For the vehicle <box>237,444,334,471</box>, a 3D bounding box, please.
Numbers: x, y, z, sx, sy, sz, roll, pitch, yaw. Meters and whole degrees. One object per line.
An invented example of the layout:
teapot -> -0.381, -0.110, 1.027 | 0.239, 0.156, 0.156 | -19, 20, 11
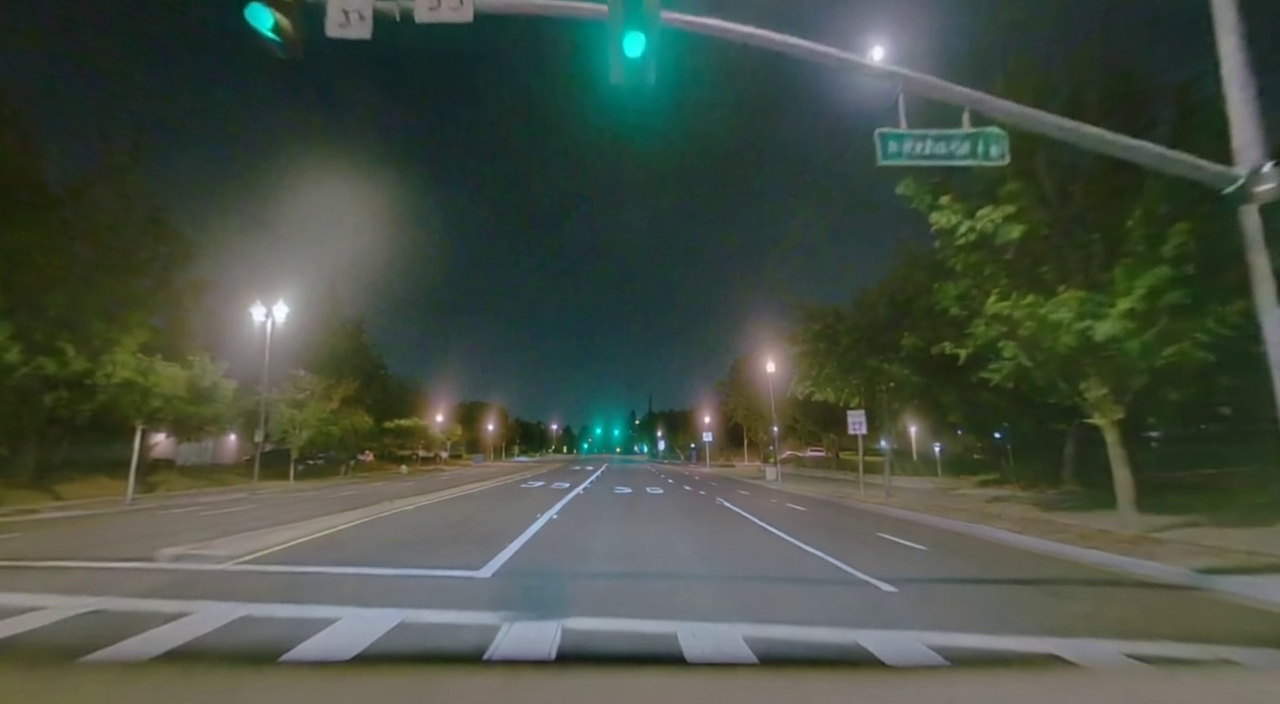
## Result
vehicle -> -20.848, 6.202, 37.238 | 4.536, 1.502, 1.975 | -1, -9, 4

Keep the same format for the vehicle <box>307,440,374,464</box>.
vehicle -> -21.883, 7.339, 46.217 | 3.886, 1.641, 1.850 | 1, -10, -1
